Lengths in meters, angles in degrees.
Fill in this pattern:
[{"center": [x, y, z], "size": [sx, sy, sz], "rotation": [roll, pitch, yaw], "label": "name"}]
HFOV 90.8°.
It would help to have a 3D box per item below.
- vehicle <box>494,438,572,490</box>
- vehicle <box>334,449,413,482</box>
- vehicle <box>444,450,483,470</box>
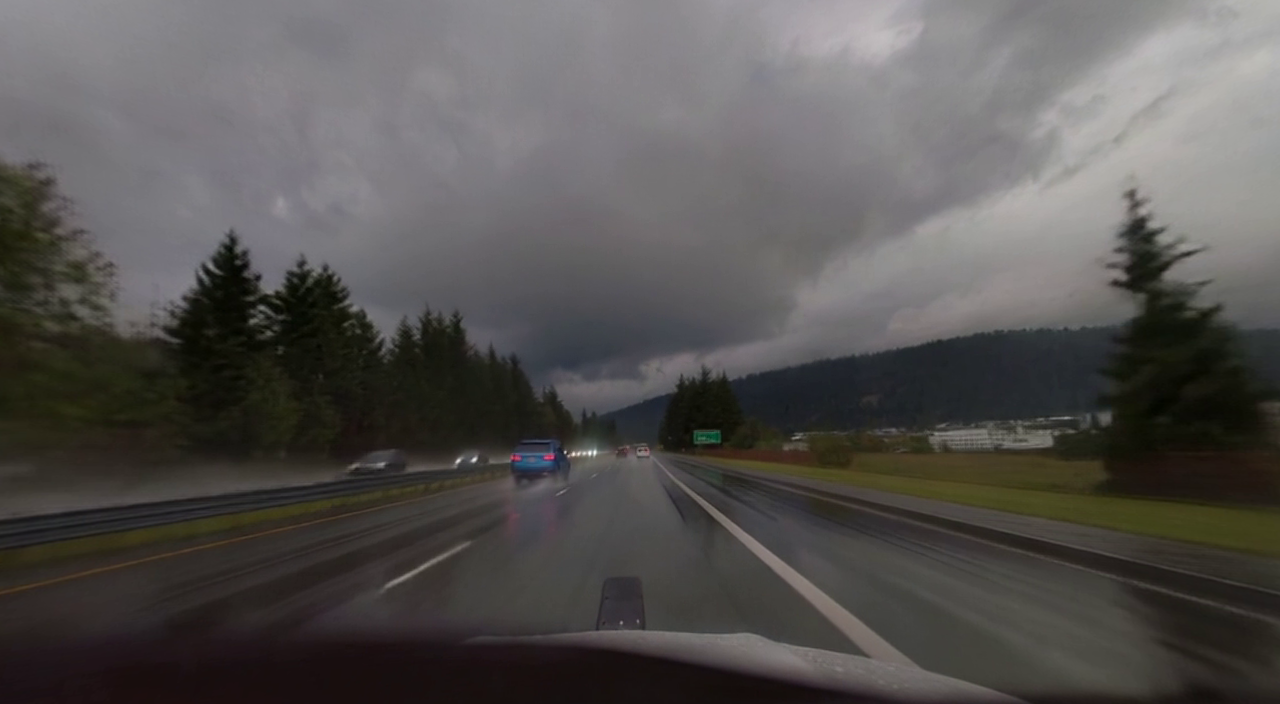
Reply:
[{"center": [-3.891, 4.169, 23.849], "size": [2.110, 1.727, 4.607], "rotation": [0, -9, 1], "label": "vehicle"}, {"center": [-12.487, 5.309, 29.876], "size": [1.831, 1.438, 4.282], "rotation": [0, -9, 1], "label": "vehicle"}, {"center": [-13.348, 8.181, 47.932], "size": [1.828, 1.414, 3.803], "rotation": [0, -9, 1], "label": "vehicle"}]
